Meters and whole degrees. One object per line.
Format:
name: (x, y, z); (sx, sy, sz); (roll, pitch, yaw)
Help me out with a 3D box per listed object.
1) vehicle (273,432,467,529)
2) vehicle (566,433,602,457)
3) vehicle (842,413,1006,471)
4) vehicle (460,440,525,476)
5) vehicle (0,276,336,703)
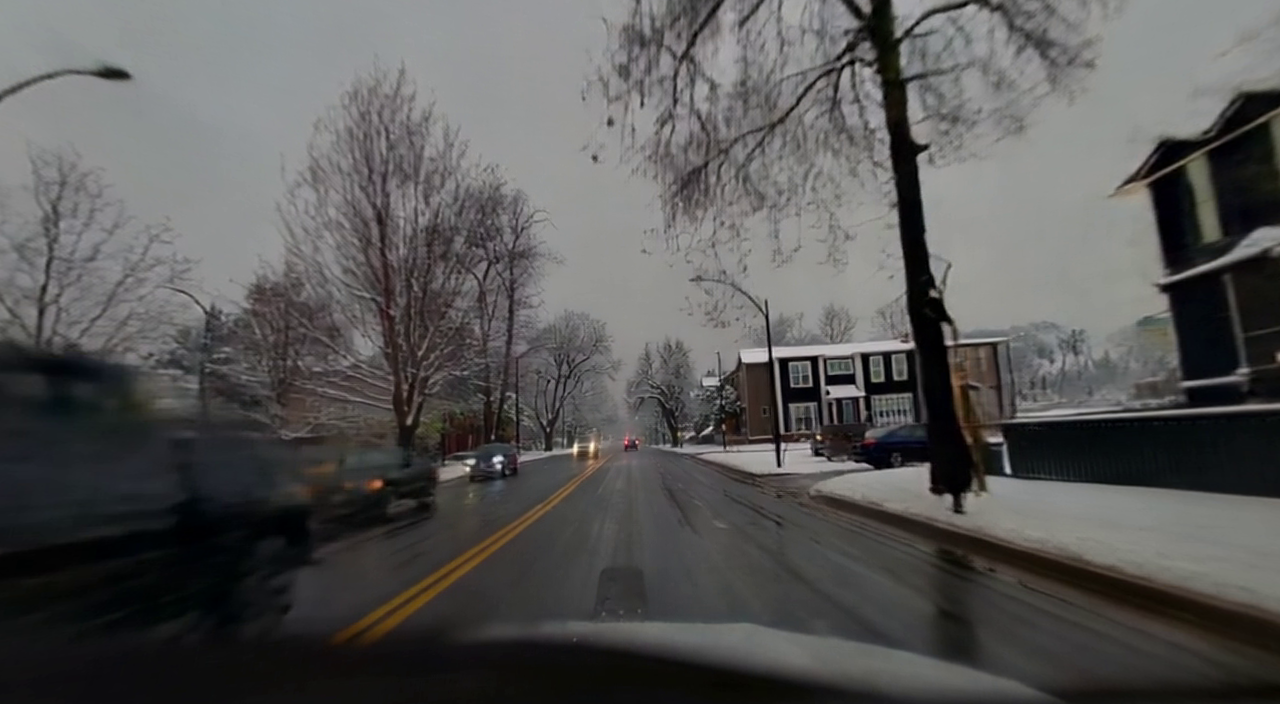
vehicle: (-5.534, 2.680, 13.866); (2.481, 1.714, 4.702); (0, -9, -5)
vehicle: (-4.219, 7.161, 48.560); (2.356, 1.702, 4.700); (0, -8, 0)
vehicle: (9.239, 2.997, 20.946); (4.385, 1.612, 2.070); (-4, -9, 4)
vehicle: (-6.566, 4.742, 28.570); (1.968, 1.483, 4.279); (0, -8, -1)
vehicle: (-3.480, 0.687, 2.128); (2.275, 1.953, 5.423); (0, -9, -1)
